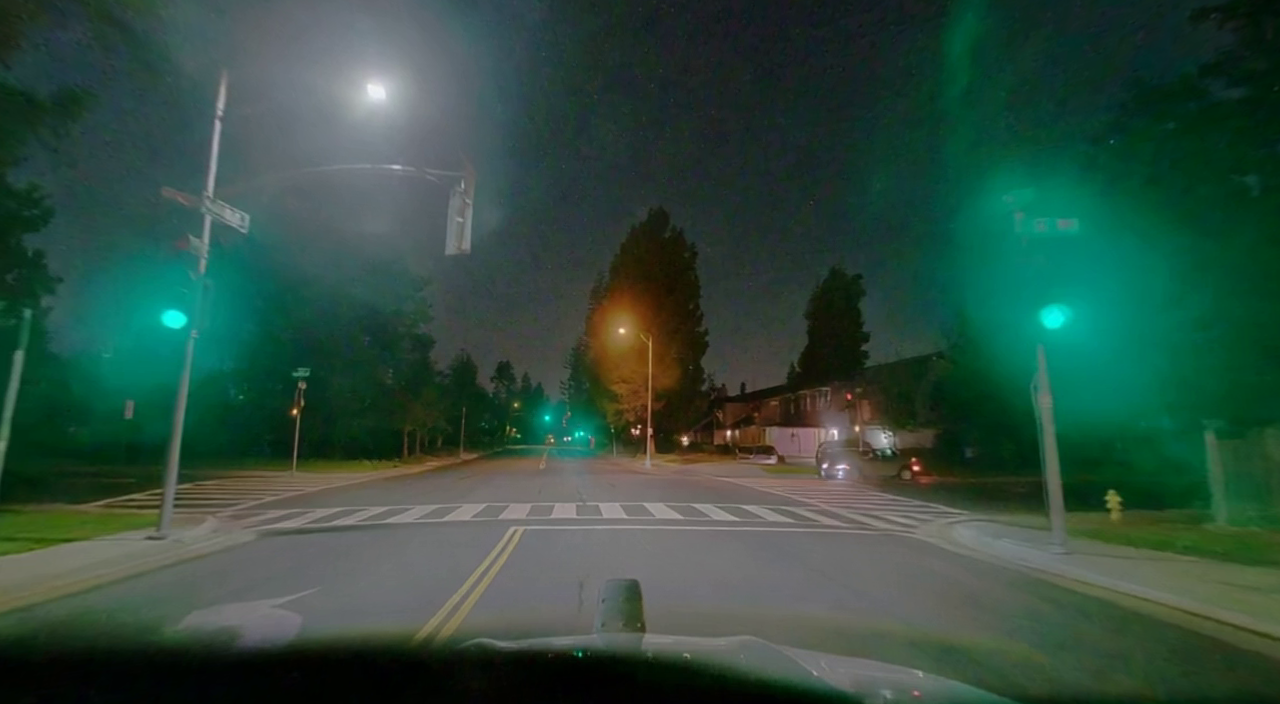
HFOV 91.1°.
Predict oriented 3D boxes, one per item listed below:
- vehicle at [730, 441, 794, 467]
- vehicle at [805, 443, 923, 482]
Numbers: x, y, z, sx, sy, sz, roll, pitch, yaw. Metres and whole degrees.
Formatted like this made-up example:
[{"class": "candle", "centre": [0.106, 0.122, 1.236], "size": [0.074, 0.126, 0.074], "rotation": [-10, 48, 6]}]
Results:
[{"class": "vehicle", "centre": [6.863, 5.749, 35.493], "size": [3.191, 1.365, 1.458], "rotation": [-5, -9, 30]}, {"class": "vehicle", "centre": [9.764, 4.835, 27.634], "size": [4.448, 1.637, 1.881], "rotation": [0, -9, 0]}]
